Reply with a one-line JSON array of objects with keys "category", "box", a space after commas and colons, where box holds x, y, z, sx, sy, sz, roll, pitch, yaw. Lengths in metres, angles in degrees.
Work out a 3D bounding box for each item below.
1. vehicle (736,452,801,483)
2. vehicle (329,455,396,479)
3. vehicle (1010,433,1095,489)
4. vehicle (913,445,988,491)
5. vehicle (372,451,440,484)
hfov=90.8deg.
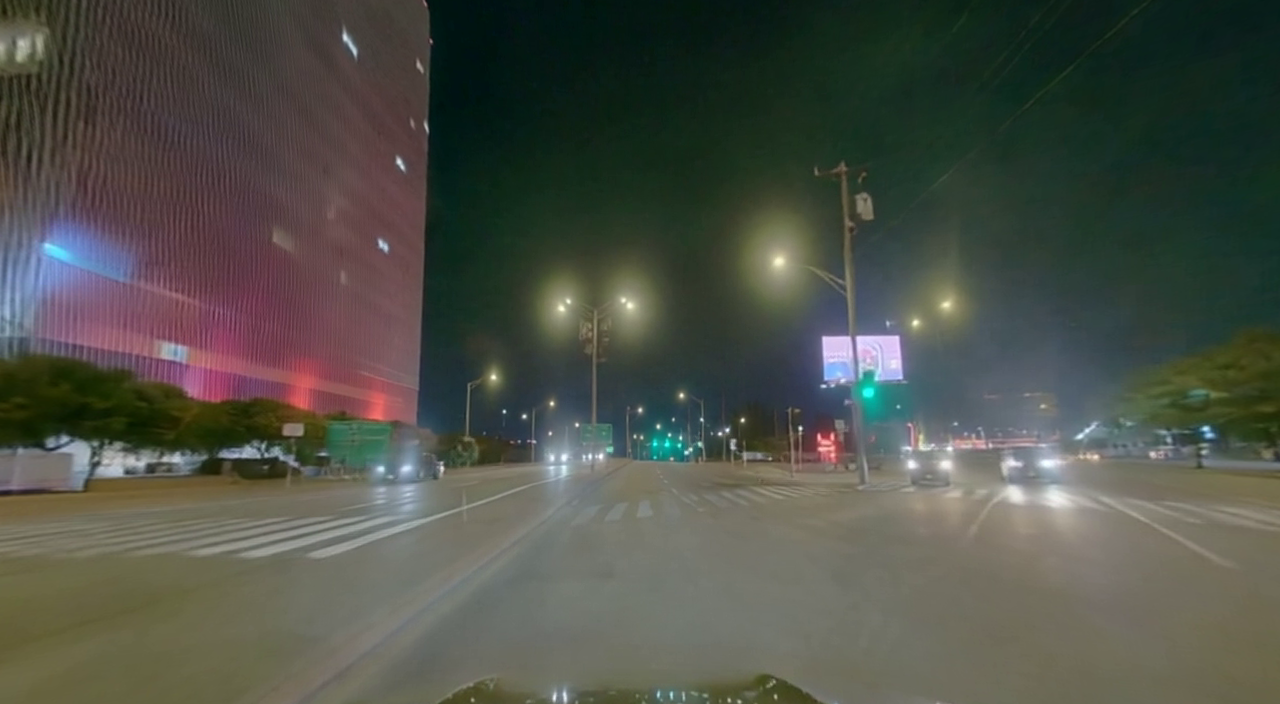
[{"category": "vehicle", "box": [6.817, 6.179, 34.084, 2.675, 1.452, 4.213, -1, -9, 2]}, {"category": "vehicle", "box": [-18.369, 7.627, 42.067, 2.448, 1.407, 4.308, 1, -8, 1]}, {"category": "vehicle", "box": [15.111, 3.967, 23.353, 2.232, 1.814, 5.285, -5, -10, 31]}, {"category": "vehicle", "box": [11.948, 4.341, 24.109, 2.023, 1.527, 5.016, -6, -10, 31]}, {"category": "vehicle", "box": [-13.345, 6.572, 36.329, 1.979, 1.727, 4.489, -1, -9, 3]}]
